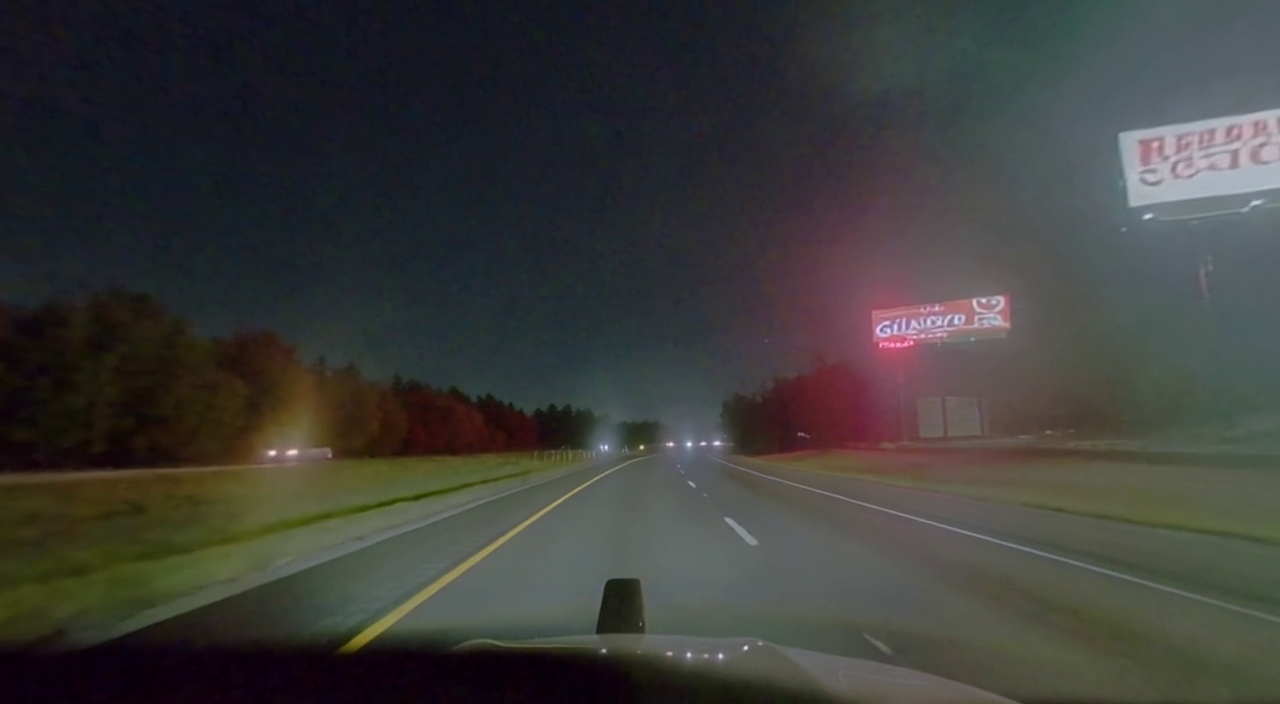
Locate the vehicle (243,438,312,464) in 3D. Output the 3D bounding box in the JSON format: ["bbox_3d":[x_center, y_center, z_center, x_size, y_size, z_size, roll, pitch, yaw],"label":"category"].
[{"bbox_3d":[-26.906,7.380,46.989,2.105,1.813,5.077,0,-8,0],"label":"vehicle"}]
